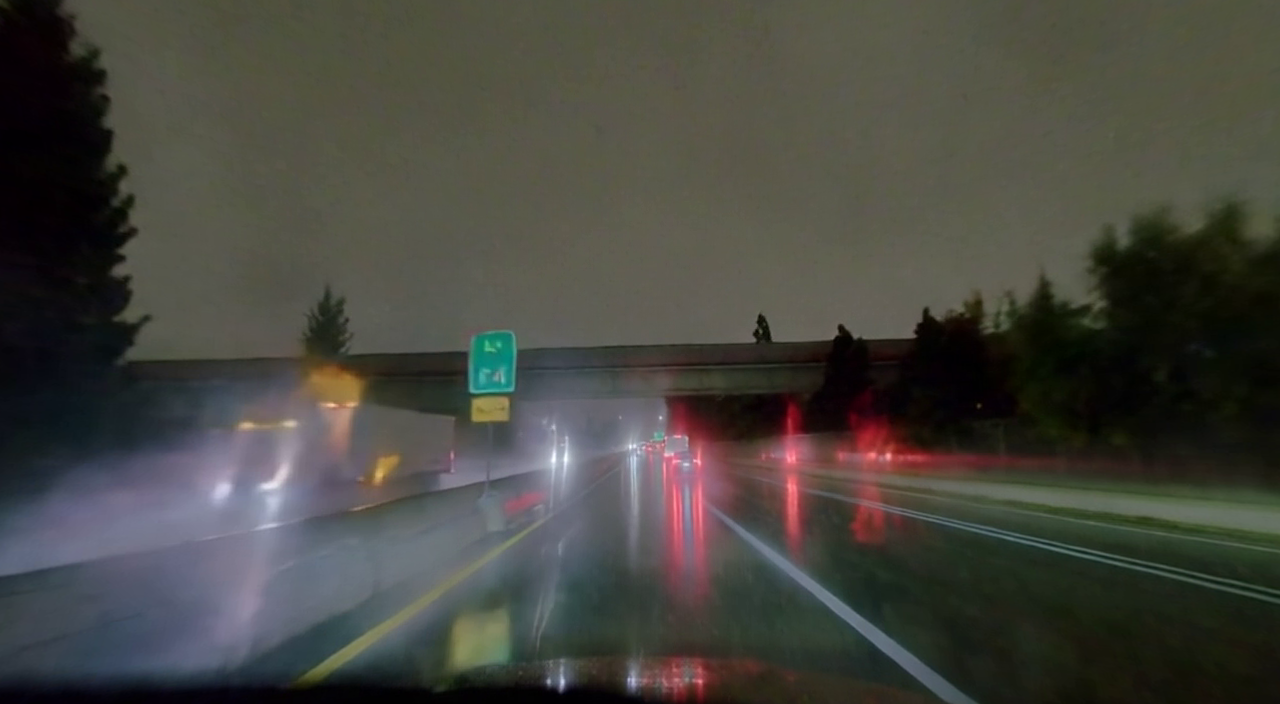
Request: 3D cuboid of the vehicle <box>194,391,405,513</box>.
[{"bbox_3d":[-13.121,4.064,25.892,2.990,4.009,9.971,0,-9,0],"label":"vehicle"}]
